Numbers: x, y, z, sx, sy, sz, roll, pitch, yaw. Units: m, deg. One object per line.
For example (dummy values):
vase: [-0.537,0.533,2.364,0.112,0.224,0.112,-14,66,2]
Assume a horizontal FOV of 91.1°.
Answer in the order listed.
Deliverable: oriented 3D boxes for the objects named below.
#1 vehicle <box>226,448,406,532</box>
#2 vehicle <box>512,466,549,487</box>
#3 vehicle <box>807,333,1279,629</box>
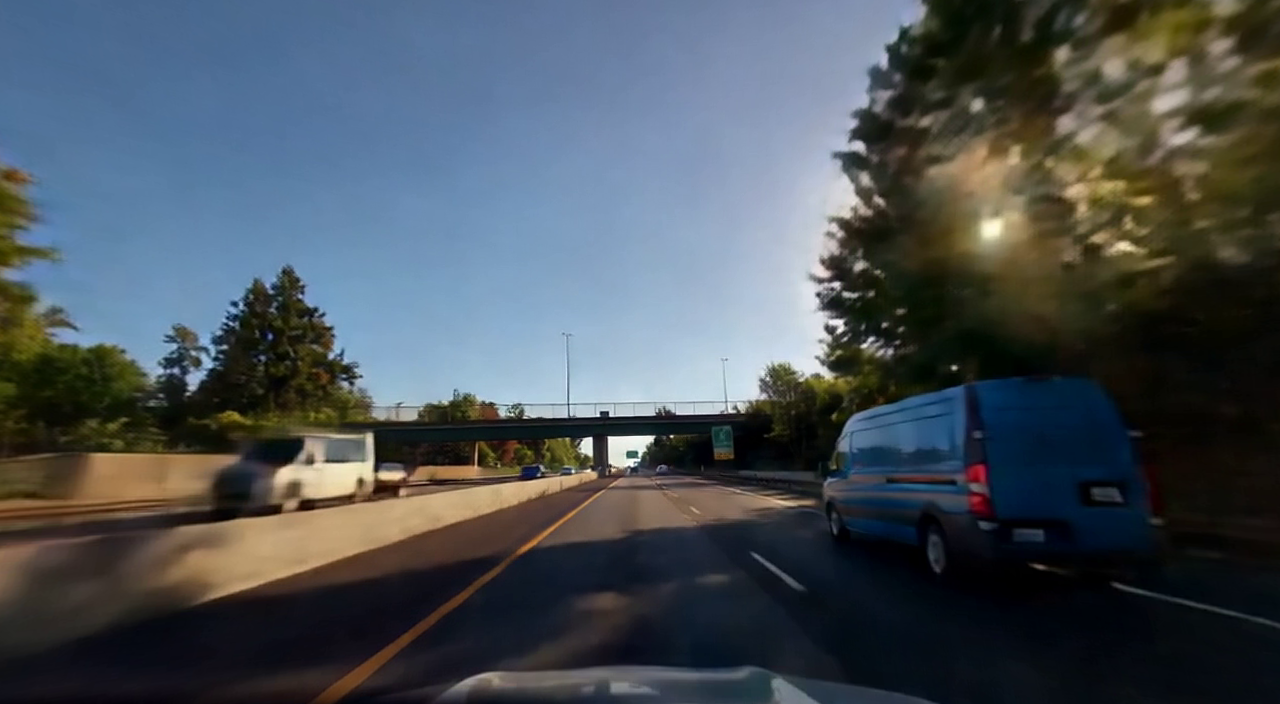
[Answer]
vehicle: [-7.654,3.318,15.508,1.933,1.723,4.614,1,-10,0]
vehicle: [-8.162,9.349,47.291,1.947,1.513,4.250,1,-10,0]
vehicle: [4.528,1.723,8.975,2.372,2.581,6.763,1,-10,0]
